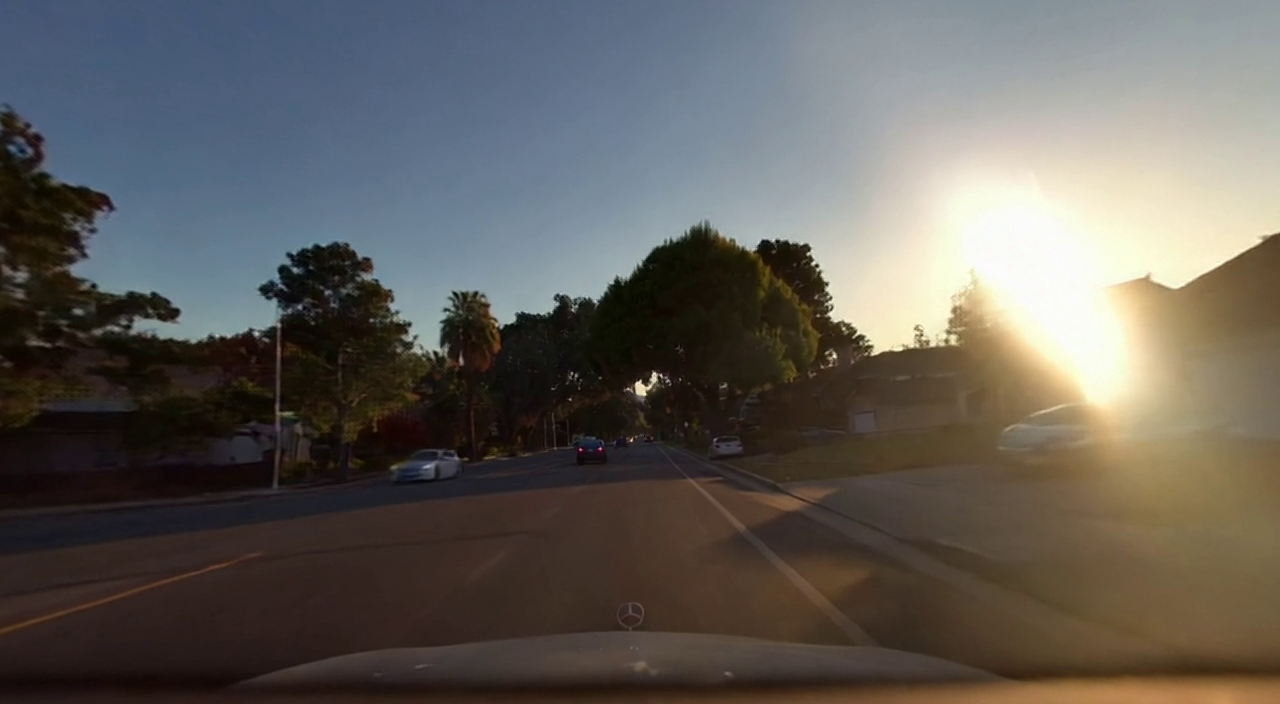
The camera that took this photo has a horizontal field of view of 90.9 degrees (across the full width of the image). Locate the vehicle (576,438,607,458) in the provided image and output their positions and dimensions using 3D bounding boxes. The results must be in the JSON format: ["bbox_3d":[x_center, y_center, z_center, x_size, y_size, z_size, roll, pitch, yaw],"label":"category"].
[{"bbox_3d":[-3.561,7.061,46.474,1.973,1.400,3.915,0,-8,0],"label":"vehicle"}]

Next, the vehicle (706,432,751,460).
[{"bbox_3d":[5.248,5.637,37.770,1.995,1.546,4.474,0,-8,-1],"label":"vehicle"}]

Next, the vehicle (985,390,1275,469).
[{"bbox_3d":[10.317,1.678,13.582,4.606,1.525,1.932,0,-8,-1],"label":"vehicle"}]

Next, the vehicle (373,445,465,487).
[{"bbox_3d":[-8.932,4.593,25.906,2.027,1.522,4.469,-1,-8,2],"label":"vehicle"}]
